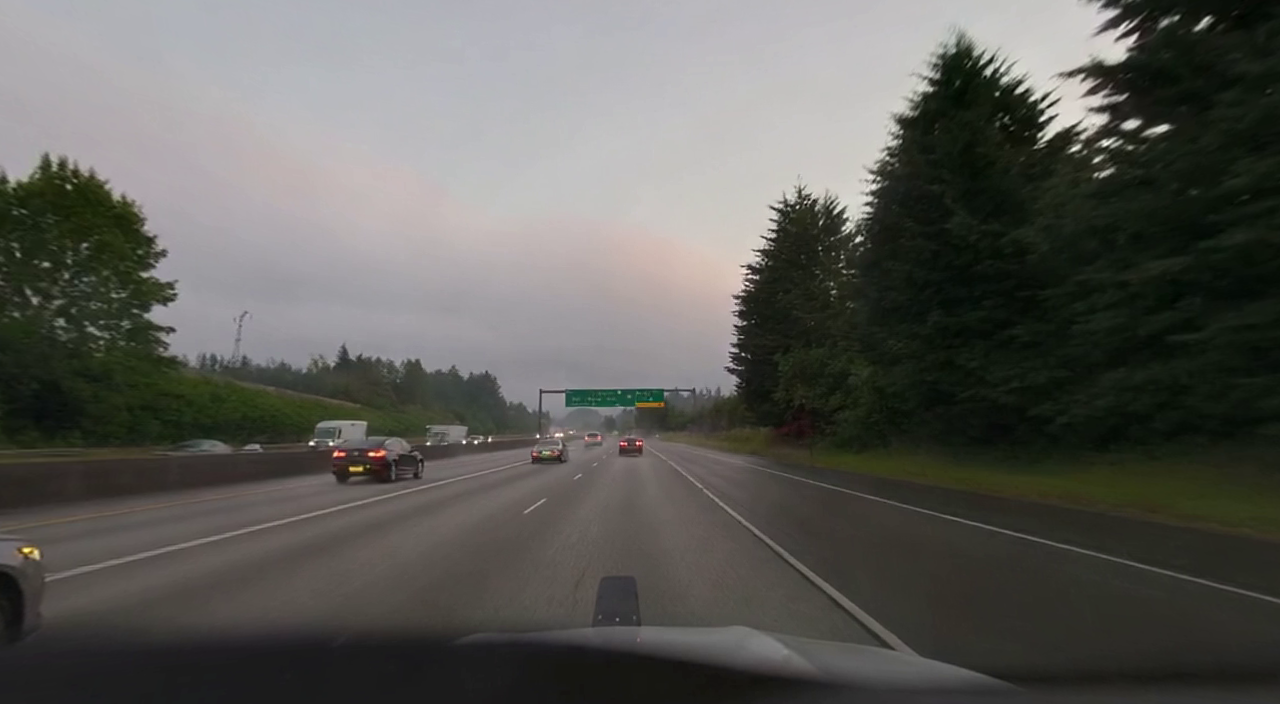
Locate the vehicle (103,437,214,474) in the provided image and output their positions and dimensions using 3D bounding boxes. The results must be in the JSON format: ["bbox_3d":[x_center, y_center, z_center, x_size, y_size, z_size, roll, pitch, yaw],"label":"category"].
[{"bbox_3d":[-21.129,4.519,27.822,1.791,1.468,3.901,0,-8,0],"label":"vehicle"}]

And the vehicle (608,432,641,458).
[{"bbox_3d":[-0.979,5.941,40.309,2.002,1.611,3.778,0,-8,0],"label":"vehicle"}]

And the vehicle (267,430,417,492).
[{"bbox_3d":[-8.407,3.078,18.345,1.953,1.524,4.863,0,-8,1],"label":"vehicle"}]

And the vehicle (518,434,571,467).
[{"bbox_3d":[-4.470,4.672,30.014,1.909,1.445,4.087,0,-8,0],"label":"vehicle"}]
